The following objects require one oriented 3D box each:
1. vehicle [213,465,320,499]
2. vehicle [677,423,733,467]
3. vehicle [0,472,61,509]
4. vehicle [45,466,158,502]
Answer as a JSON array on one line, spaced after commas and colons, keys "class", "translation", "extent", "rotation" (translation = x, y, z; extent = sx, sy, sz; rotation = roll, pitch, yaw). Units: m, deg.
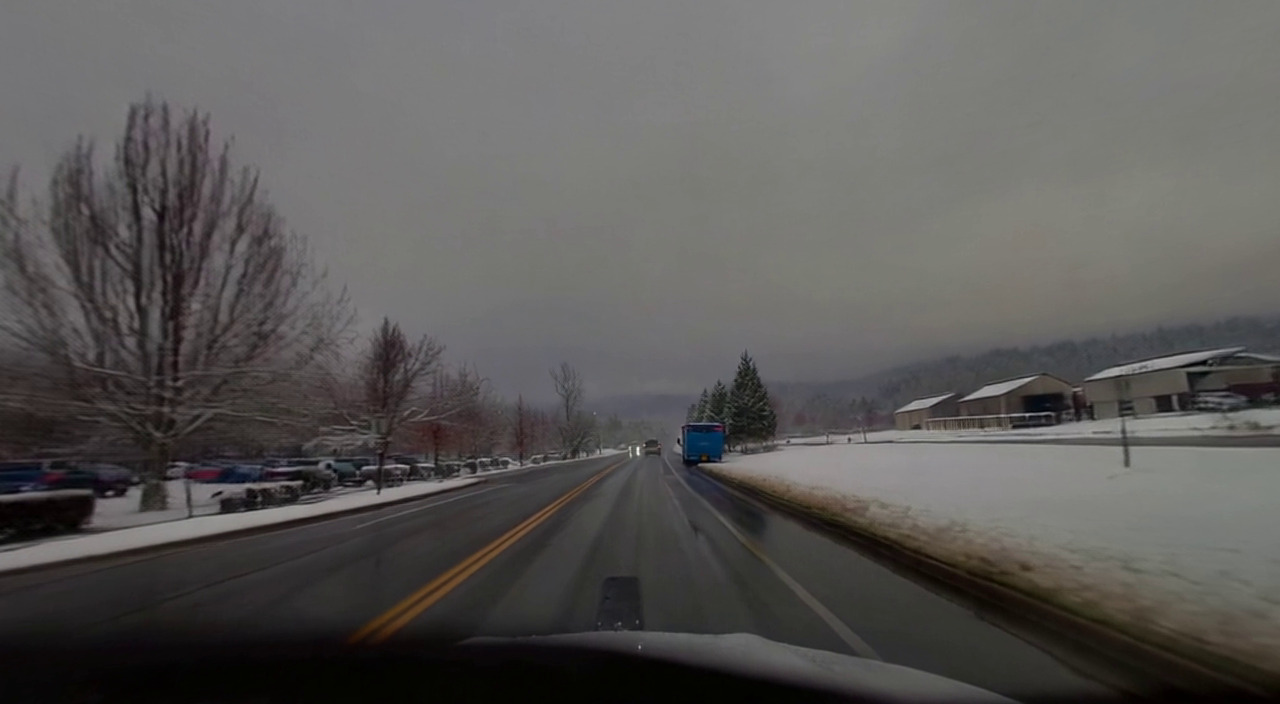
[{"class": "vehicle", "translation": [-22.162, 7.693, 37.758], "extent": [2.233, 1.709, 5.161], "rotation": [-3, -9, 19]}, {"class": "vehicle", "translation": [4.842, 7.278, 49.263], "extent": [3.282, 3.067, 10.181], "rotation": [0, -9, 0]}, {"class": "vehicle", "translation": [-33.018, 7.122, 32.629], "extent": [4.183, 1.758, 2.059], "rotation": [0, -9, 2]}, {"class": "vehicle", "translation": [-32.528, 7.974, 38.285], "extent": [4.996, 1.817, 2.054], "rotation": [-3, -10, 2]}]
